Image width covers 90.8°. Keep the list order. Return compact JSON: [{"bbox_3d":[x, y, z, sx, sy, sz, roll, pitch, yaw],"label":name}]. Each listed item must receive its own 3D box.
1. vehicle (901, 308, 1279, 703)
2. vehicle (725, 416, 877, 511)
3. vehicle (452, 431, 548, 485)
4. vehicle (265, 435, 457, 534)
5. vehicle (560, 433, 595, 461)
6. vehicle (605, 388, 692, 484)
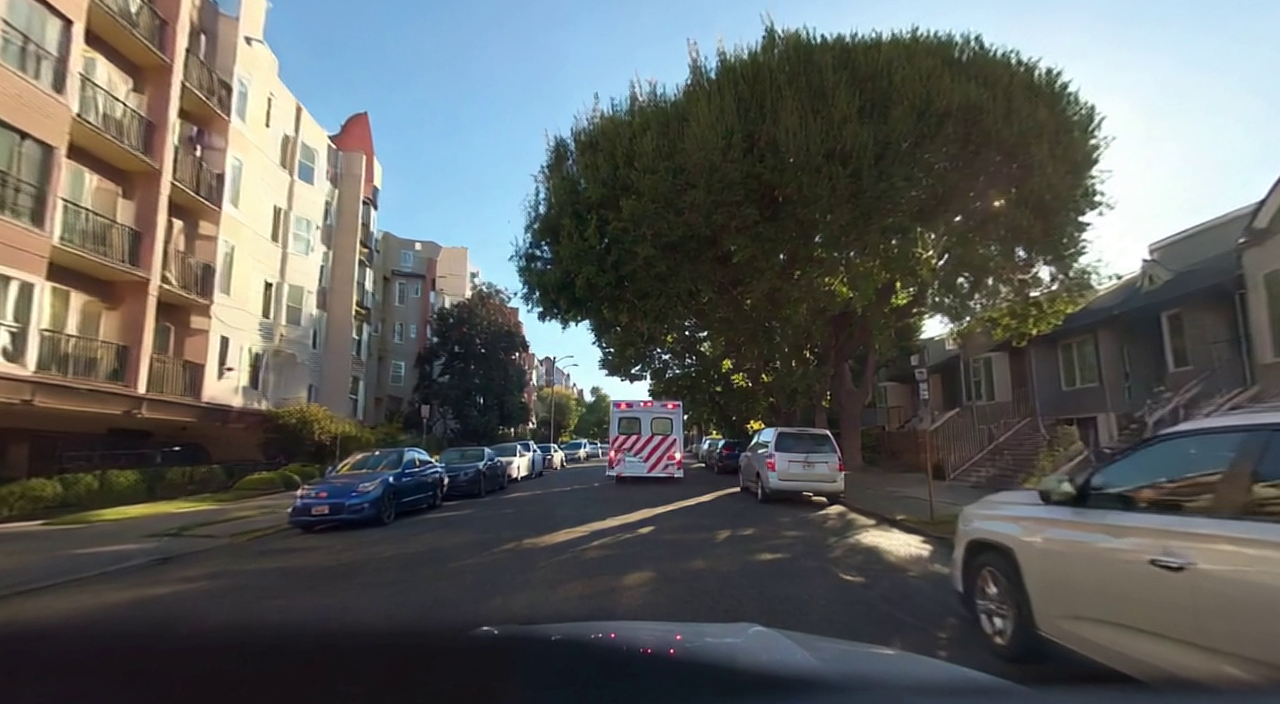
[{"bbox_3d":[3.342,0.885,2.894,2.152,1.868,4.976,0,-8,0],"label":"vehicle"},{"bbox_3d":[3.558,2.621,15.347,2.232,1.860,5.593,0,-8,0],"label":"vehicle"},{"bbox_3d":[-5.237,4.076,24.688,2.326,1.774,5.757,-2,-8,1],"label":"vehicle"},{"bbox_3d":[-5.429,2.583,13.090,1.967,1.492,4.781,-4,-8,-2],"label":"vehicle"},{"bbox_3d":[-4.827,7.398,49.104,2.263,1.964,4.134,-3,-8,0],"label":"vehicle"},{"bbox_3d":[0.207,3.224,23.952,2.754,3.008,7.730,0,-8,-1],"label":"vehicle"}]
